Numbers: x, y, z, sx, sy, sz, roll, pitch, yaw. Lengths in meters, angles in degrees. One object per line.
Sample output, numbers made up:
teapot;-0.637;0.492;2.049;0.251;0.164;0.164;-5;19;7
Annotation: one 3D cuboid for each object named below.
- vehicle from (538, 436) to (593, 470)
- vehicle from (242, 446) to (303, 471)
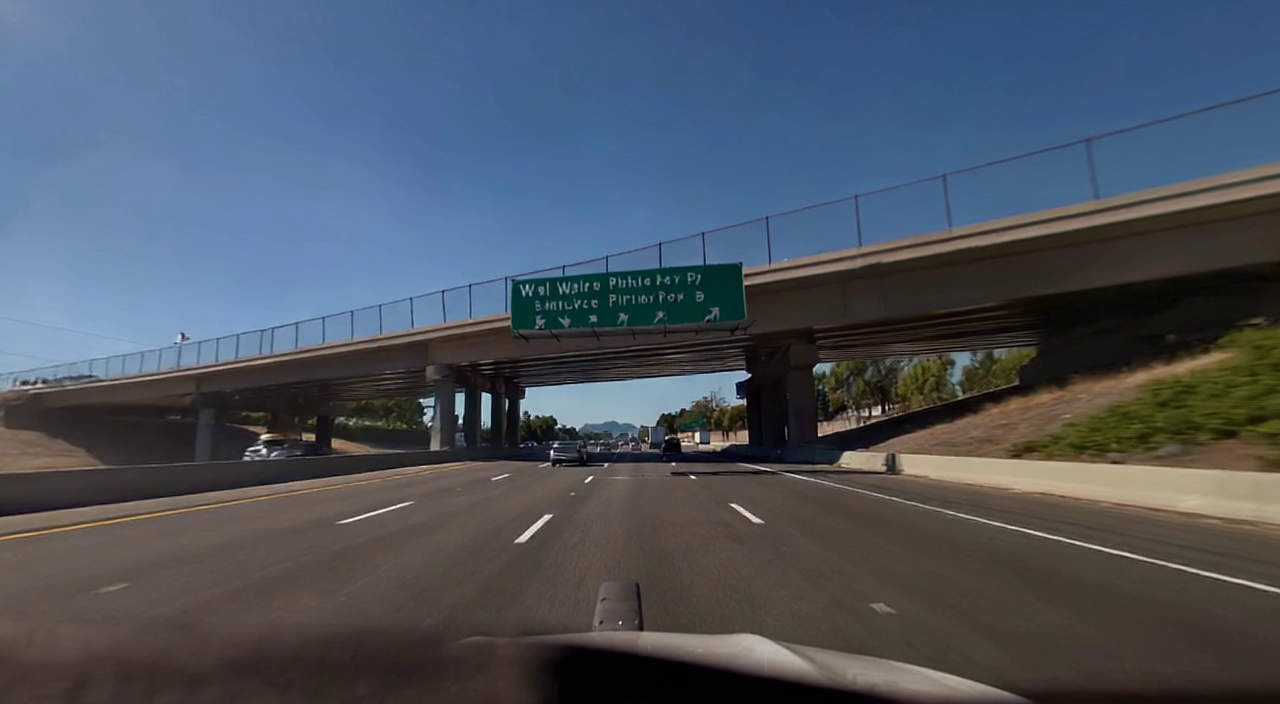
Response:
vehicle;-3.470;4.805;30.118;2.066;1.500;4.415;0;-8;0
vehicle;-21.442;6.199;36.859;1.498;1.339;3.334;0;-8;0
